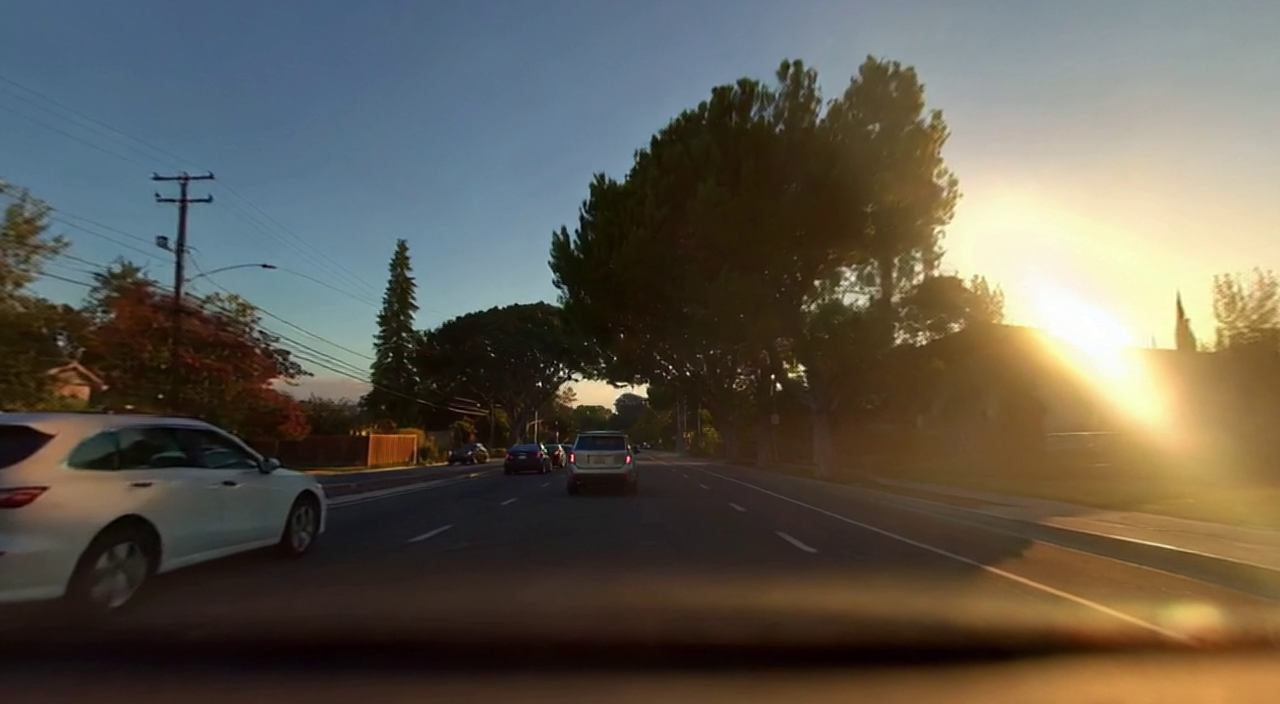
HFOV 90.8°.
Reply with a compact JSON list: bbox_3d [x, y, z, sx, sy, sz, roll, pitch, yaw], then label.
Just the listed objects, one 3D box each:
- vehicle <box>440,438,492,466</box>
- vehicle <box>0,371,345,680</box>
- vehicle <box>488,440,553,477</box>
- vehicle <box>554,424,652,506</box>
[{"bbox_3d":[-11.647,6.730,42.612,2.131,1.798,4.902,0,-8,0],"label":"vehicle"},{"bbox_3d":[-4.721,1.230,5.259,2.243,1.722,4.621,0,-8,1],"label":"vehicle"},{"bbox_3d":[-5.268,4.751,28.465,2.014,1.493,4.658,0,-8,0],"label":"vehicle"},{"bbox_3d":[-0.835,2.786,15.982,2.131,1.761,4.242,0,-8,-1],"label":"vehicle"}]
